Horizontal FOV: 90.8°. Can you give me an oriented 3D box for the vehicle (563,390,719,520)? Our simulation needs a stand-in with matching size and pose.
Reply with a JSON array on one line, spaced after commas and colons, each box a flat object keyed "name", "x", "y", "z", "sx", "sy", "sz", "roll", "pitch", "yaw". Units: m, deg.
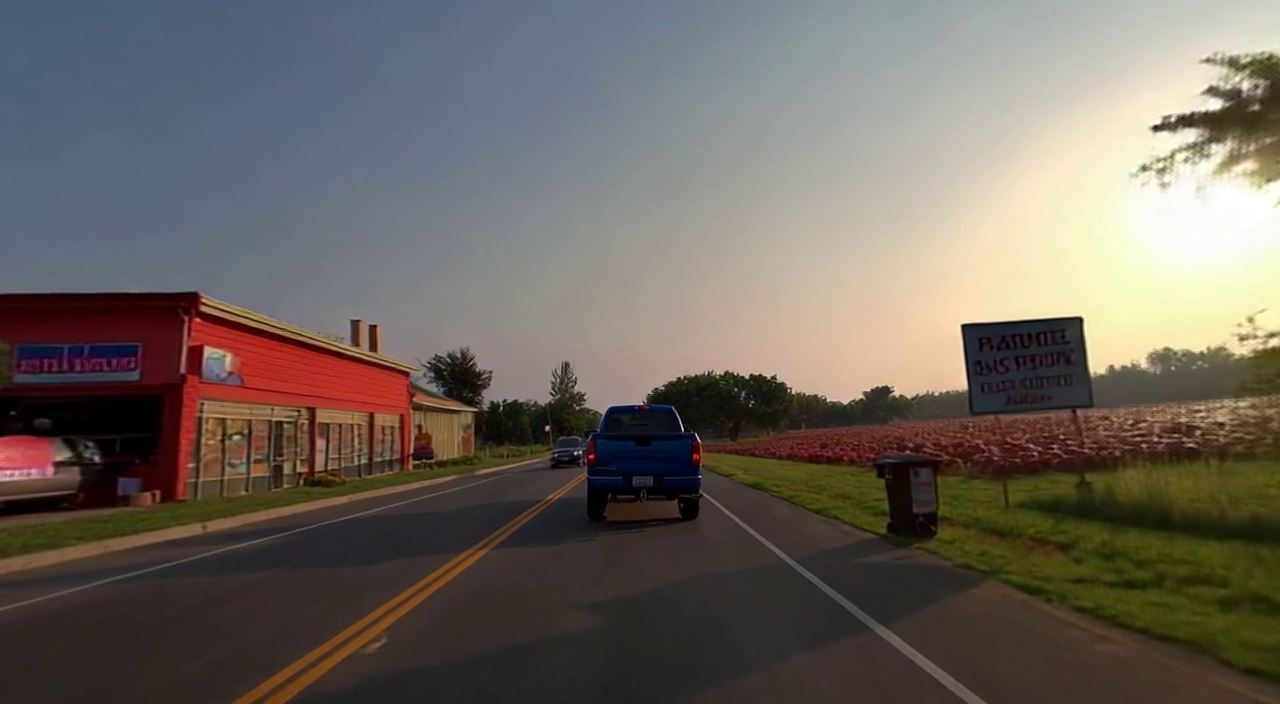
[{"name": "vehicle", "x": -0.056, "y": 2.212, "z": 13.946, "sx": 2.693, "sy": 2.223, "sz": 5.885, "roll": 0, "pitch": -8, "yaw": -2}]
